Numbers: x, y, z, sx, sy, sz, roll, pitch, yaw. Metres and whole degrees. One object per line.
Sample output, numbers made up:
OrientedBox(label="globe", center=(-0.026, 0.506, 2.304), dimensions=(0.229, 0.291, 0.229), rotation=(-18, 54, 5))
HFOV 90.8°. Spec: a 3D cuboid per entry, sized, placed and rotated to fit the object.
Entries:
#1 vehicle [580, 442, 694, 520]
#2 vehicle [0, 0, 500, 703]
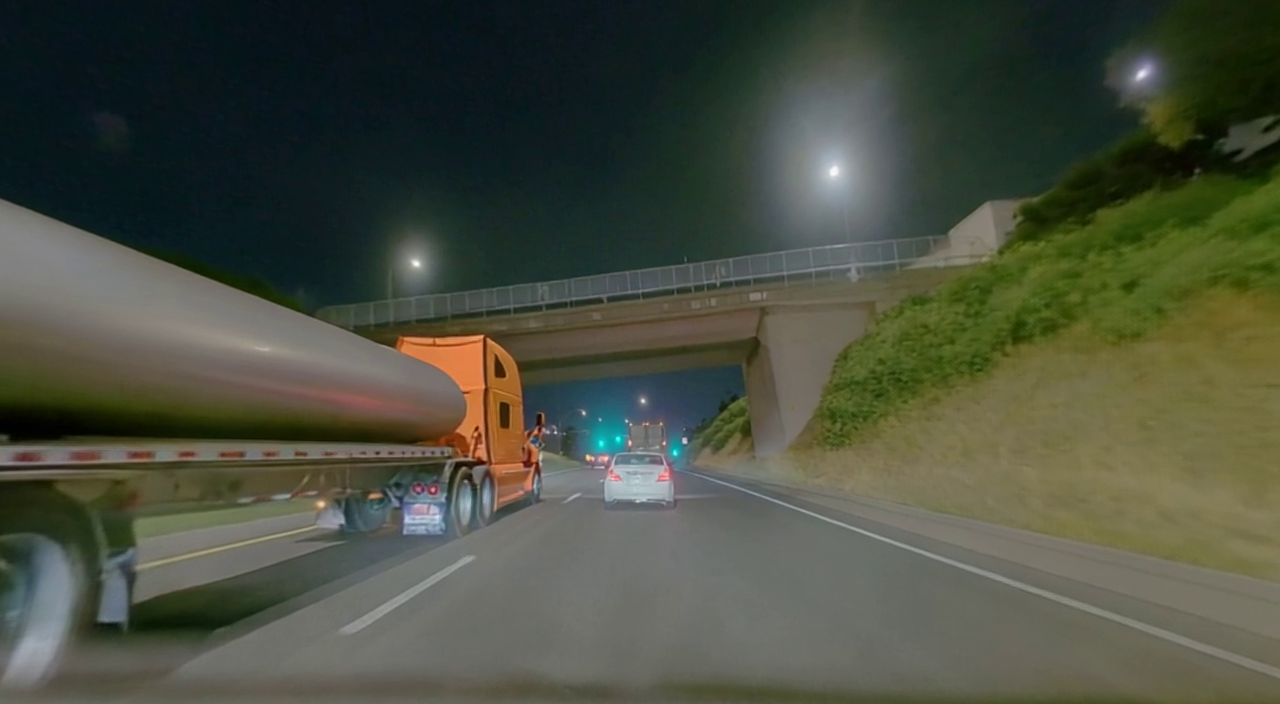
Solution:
OrientedBox(label="vehicle", center=(-0.045, 2.845, 14.485), dimensions=(2.215, 1.481, 4.246), rotation=(0, -9, 0))
OrientedBox(label="vehicle", center=(-4.266, 0.329, 4.647), dimensions=(2.896, 3.563, 14.643), rotation=(0, -9, 1))
